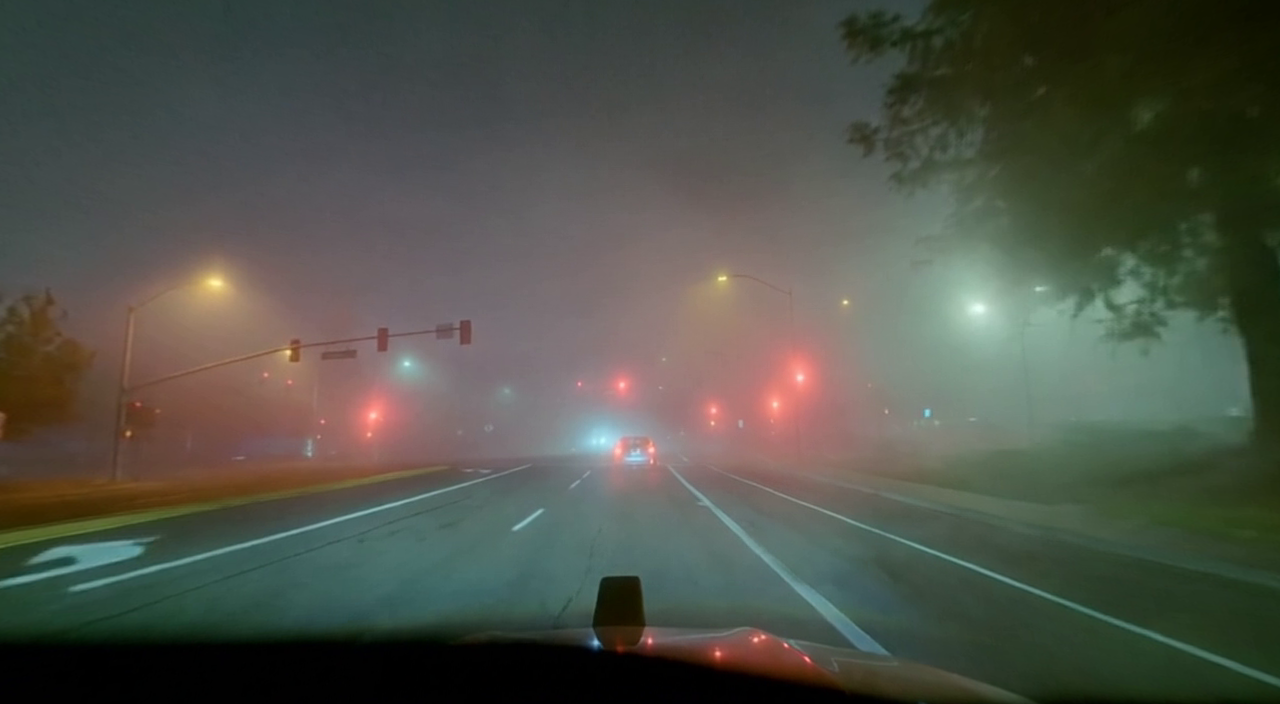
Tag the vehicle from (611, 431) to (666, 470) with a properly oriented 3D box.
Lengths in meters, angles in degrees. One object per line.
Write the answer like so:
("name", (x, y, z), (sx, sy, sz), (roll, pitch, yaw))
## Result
("vehicle", (-0.092, 4.092, 26.282), (2.107, 1.470, 3.974), (0, -9, -1))
